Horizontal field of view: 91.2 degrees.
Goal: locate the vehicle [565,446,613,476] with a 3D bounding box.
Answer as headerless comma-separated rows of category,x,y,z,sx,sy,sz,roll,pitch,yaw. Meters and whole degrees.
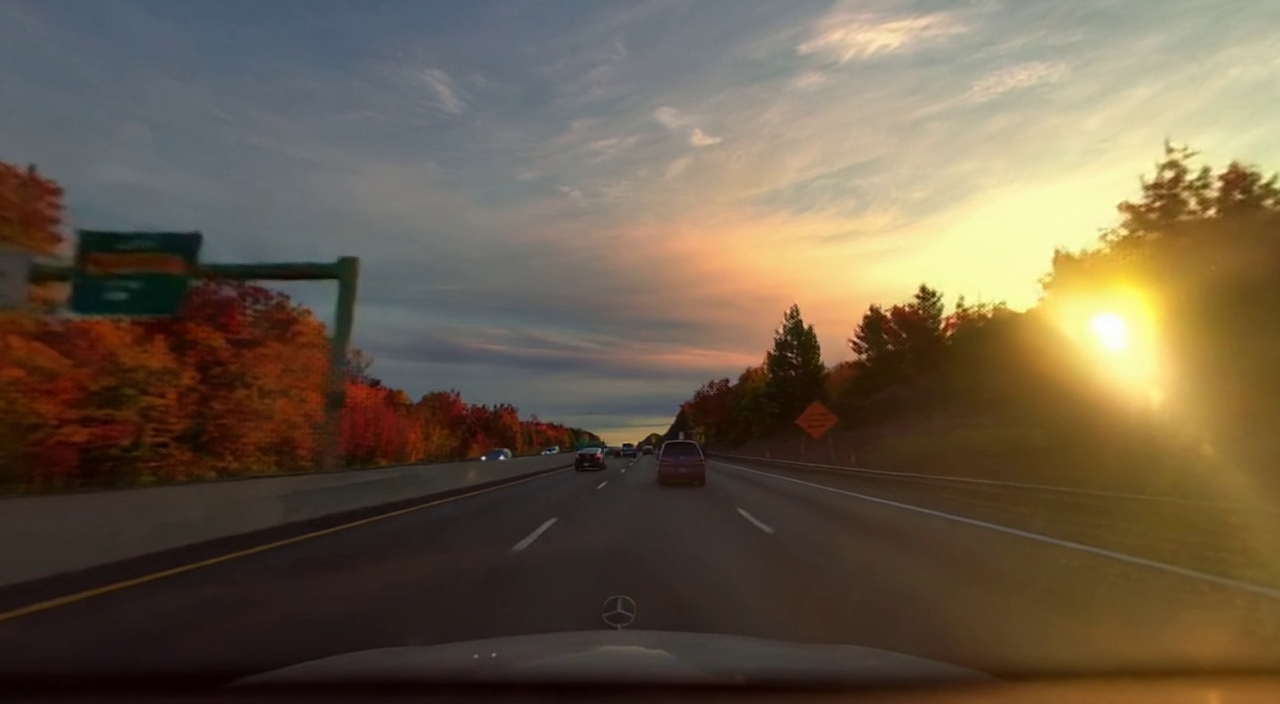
vehicle,-2.505,5.472,31.696,2.037,1.418,3.793,-1,-9,2

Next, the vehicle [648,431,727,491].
vehicle,1.413,3.519,20.525,2.250,1.718,4.358,0,-9,0
